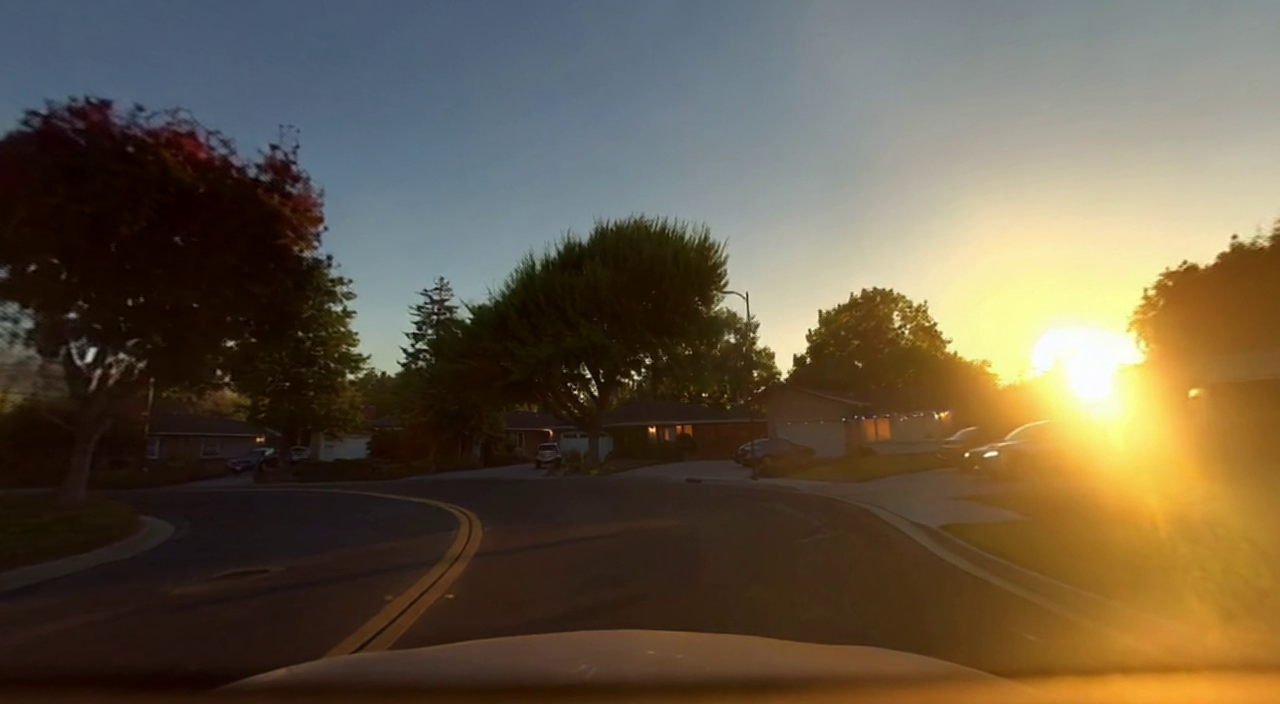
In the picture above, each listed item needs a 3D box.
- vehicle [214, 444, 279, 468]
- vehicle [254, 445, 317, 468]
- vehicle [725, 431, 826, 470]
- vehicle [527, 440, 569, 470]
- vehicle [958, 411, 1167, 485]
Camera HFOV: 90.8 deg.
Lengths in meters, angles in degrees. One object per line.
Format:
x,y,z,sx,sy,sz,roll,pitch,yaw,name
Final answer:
-27.357,7.235,44.131,2.042,1.633,4.132,0,-9,-3,vehicle
-24.703,7.259,44.177,1.933,1.477,4.361,0,-9,-2,vehicle
6.916,4.958,32.126,4.799,1.451,2.144,-1,-7,-32,vehicle
-5.574,6.278,38.832,1.819,1.442,4.329,0,-4,2,vehicle
11.693,2.713,17.761,4.327,1.573,1.967,-5,-10,-1,vehicle
